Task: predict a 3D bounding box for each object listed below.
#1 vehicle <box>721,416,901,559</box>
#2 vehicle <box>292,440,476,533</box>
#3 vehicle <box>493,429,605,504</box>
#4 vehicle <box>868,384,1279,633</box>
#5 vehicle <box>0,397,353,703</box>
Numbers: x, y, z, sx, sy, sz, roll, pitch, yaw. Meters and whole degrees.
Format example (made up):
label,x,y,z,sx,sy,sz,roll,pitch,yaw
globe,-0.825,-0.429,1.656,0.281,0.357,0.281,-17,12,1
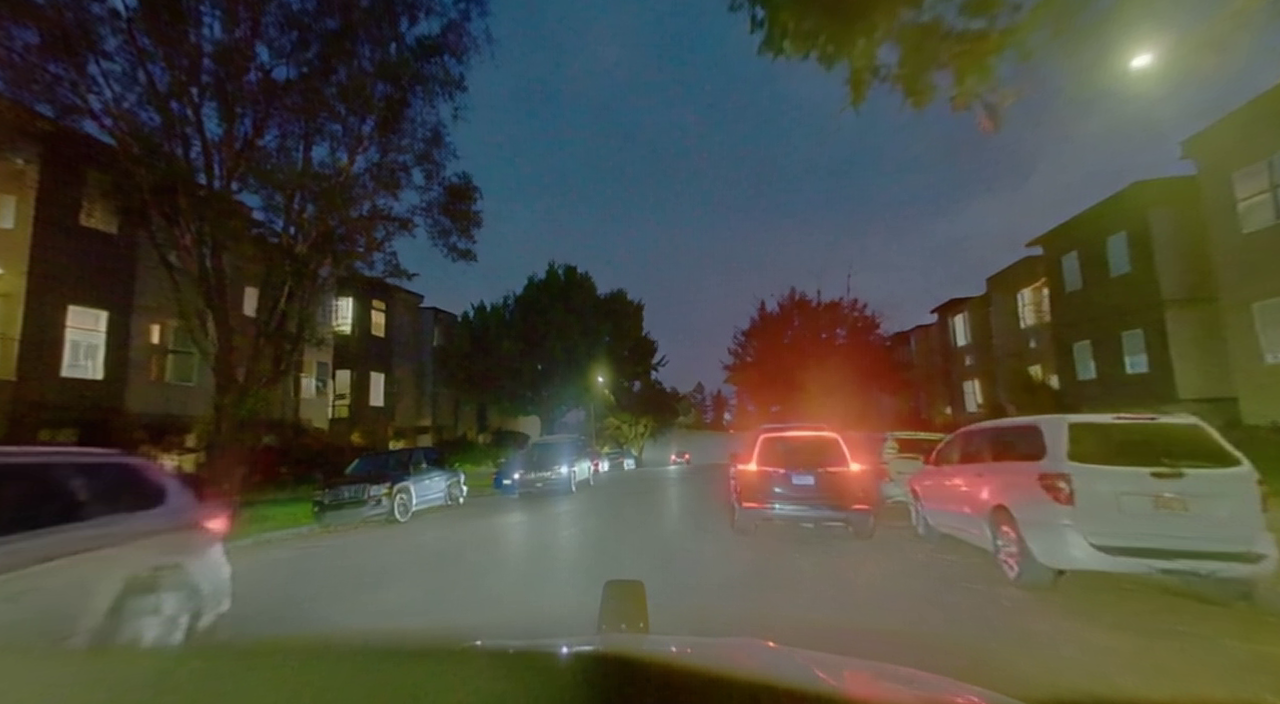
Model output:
label,x,y,z,sx,sy,sz,roll,pitch,yaw
vehicle,2.403,2.035,10.339,2.055,1.717,5.172,-1,-9,7
vehicle,-5.637,2.980,14.685,2.002,1.774,4.568,-1,-9,6
vehicle,-2.664,3.542,19.971,2.197,2.047,4.985,-1,-9,8
vehicle,4.479,1.524,7.276,2.082,1.799,5.207,-1,-8,4
vehicle,-3.712,1.130,3.248,2.018,1.691,3.995,-2,-9,11
